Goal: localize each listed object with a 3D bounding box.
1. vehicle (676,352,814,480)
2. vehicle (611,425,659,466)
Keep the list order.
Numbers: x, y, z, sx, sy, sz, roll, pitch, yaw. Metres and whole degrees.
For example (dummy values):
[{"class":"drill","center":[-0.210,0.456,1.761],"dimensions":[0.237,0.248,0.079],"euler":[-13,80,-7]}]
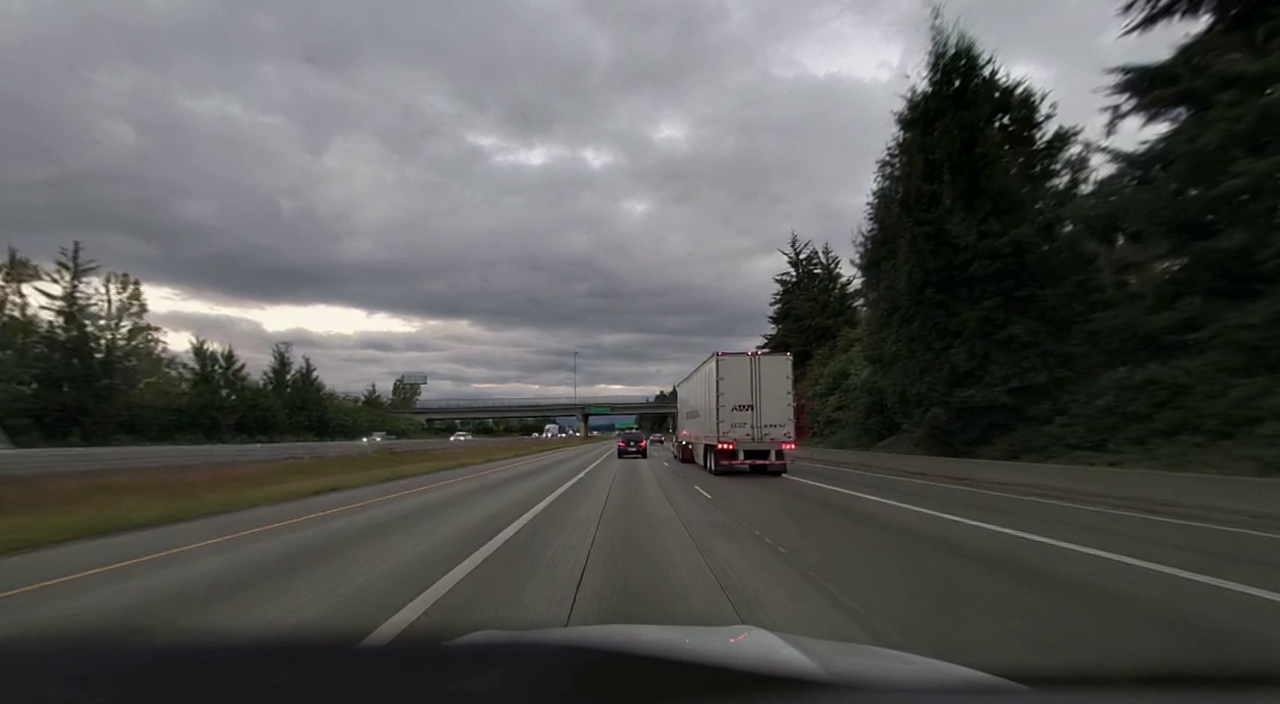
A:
[{"class":"vehicle","center":[3.687,2.920,26.843],"dimensions":[2.987,4.021,14.105],"euler":[0,-8,-2]},{"class":"vehicle","center":[-0.288,4.743,32.274],"dimensions":[2.277,1.913,4.510],"euler":[0,-8,-2]}]
